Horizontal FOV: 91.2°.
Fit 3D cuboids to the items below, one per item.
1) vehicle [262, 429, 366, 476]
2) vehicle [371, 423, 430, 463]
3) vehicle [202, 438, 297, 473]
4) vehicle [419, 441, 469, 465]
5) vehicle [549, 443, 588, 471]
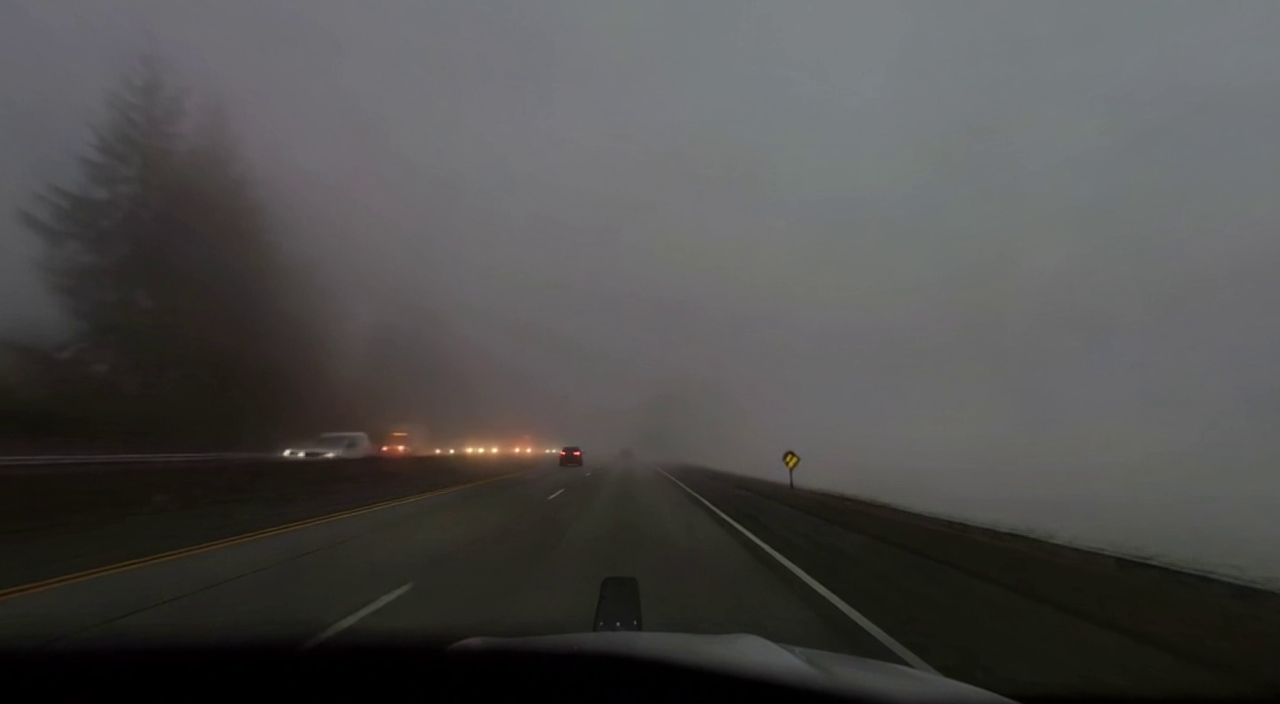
[{"bbox_3d":[-13.252,4.129,25.840,1.956,1.714,4.432,0,-9,-1],"label":"vehicle"},{"bbox_3d":[-18.530,7.132,48.815,2.305,2.886,6.006,0,-9,-1],"label":"vehicle"},{"bbox_3d":[-18.536,4.939,29.988,1.907,1.516,4.127,0,-9,0],"label":"vehicle"},{"bbox_3d":[-13.602,7.038,43.774,2.021,1.520,4.580,0,-9,-1],"label":"vehicle"},{"bbox_3d":[-4.558,6.782,40.594,2.098,1.692,4.038,0,-9,-1],"label":"vehicle"}]
